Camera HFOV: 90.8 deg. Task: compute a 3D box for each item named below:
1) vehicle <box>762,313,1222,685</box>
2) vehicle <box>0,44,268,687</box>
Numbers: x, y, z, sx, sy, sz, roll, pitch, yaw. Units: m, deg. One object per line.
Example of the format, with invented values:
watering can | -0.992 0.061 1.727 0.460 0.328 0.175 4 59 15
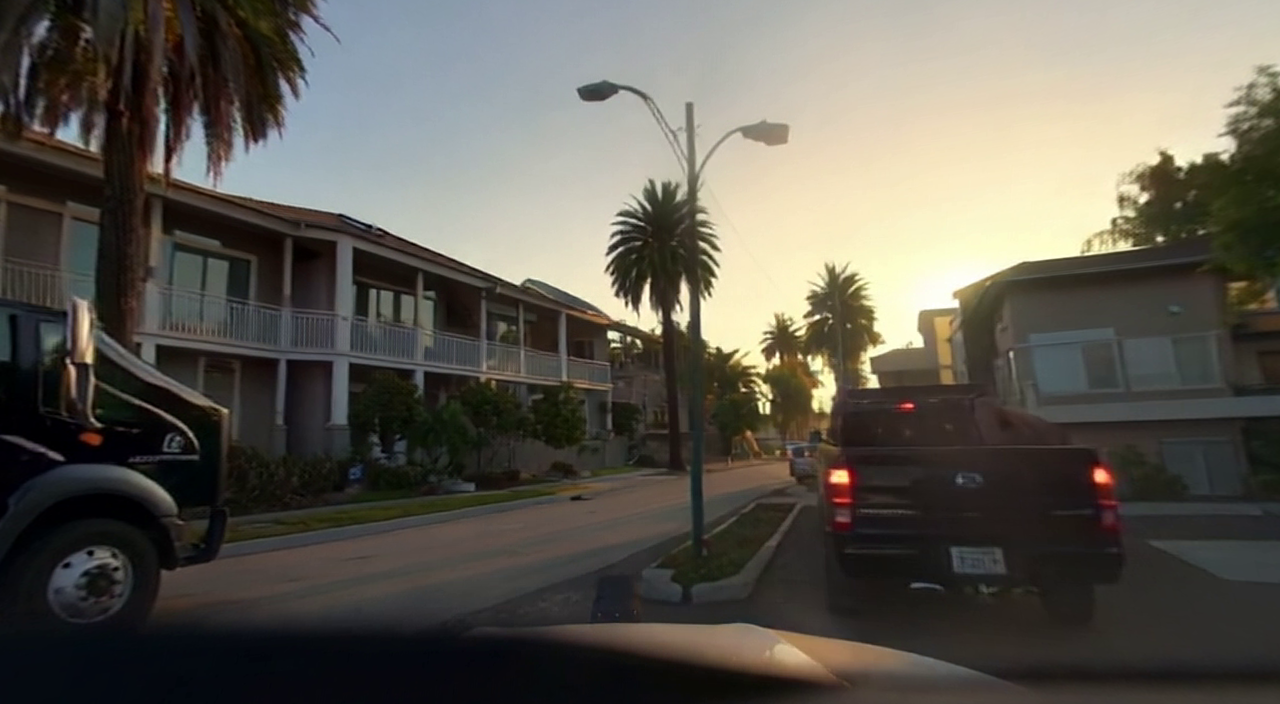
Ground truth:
vehicle | 2.677 1.261 6.709 2.418 2.078 5.866 -2 -9 13
vehicle | -6.253 -0.397 0.647 2.998 3.659 10.517 -3 -9 18
